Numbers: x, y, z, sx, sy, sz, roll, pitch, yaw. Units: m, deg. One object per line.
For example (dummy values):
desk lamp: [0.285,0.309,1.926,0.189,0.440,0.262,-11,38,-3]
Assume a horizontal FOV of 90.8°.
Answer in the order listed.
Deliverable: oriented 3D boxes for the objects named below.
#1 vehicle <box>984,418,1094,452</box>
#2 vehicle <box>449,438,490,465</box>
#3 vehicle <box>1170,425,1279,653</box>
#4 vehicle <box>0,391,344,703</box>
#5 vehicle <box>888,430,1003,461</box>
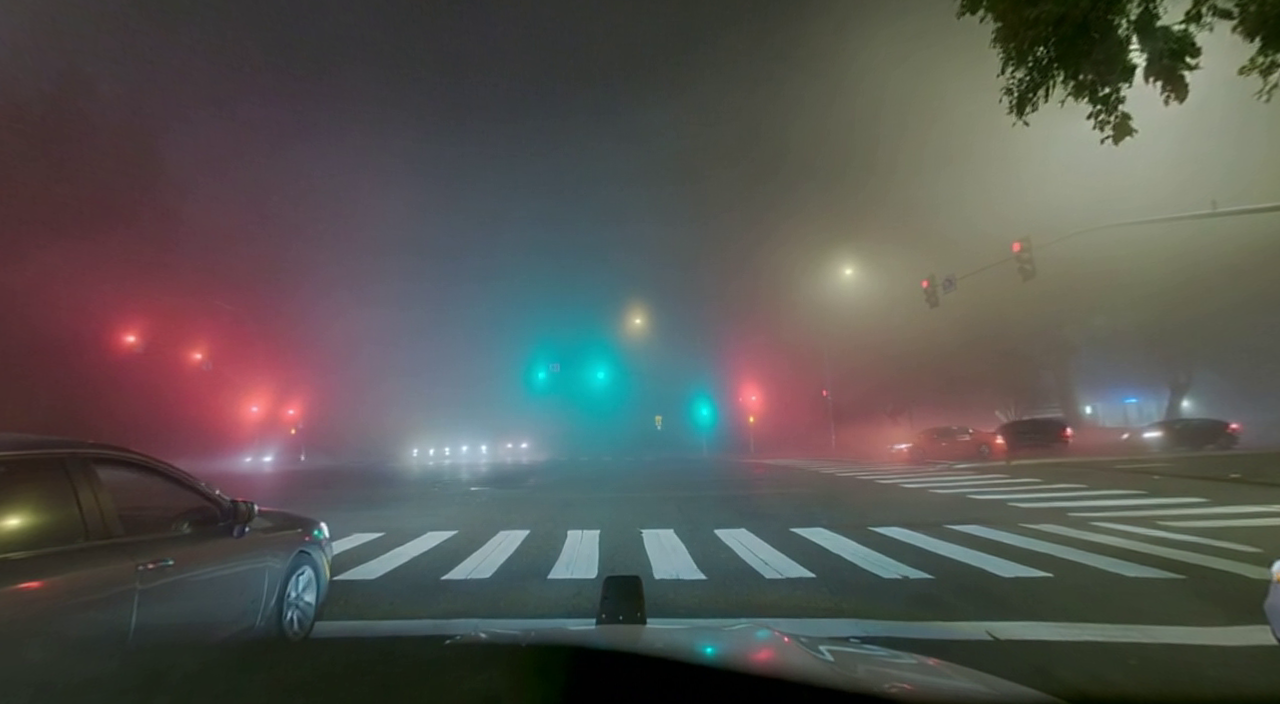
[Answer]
vehicle: [22.026,4.606,35.001,4.611,1.797,2.096,0,-8,-2]
vehicle: [-12.792,7.416,47.586,2.051,1.715,4.346,-2,-6,-2]
vehicle: [4.944,0.980,2.553,1.949,1.449,4.530,-1,-8,5]
vehicle: [-3.070,0.892,2.162,1.919,1.478,4.720,0,-8,-1]
vehicle: [15.196,4.675,31.606,4.660,1.495,2.007,0,-8,-2]
